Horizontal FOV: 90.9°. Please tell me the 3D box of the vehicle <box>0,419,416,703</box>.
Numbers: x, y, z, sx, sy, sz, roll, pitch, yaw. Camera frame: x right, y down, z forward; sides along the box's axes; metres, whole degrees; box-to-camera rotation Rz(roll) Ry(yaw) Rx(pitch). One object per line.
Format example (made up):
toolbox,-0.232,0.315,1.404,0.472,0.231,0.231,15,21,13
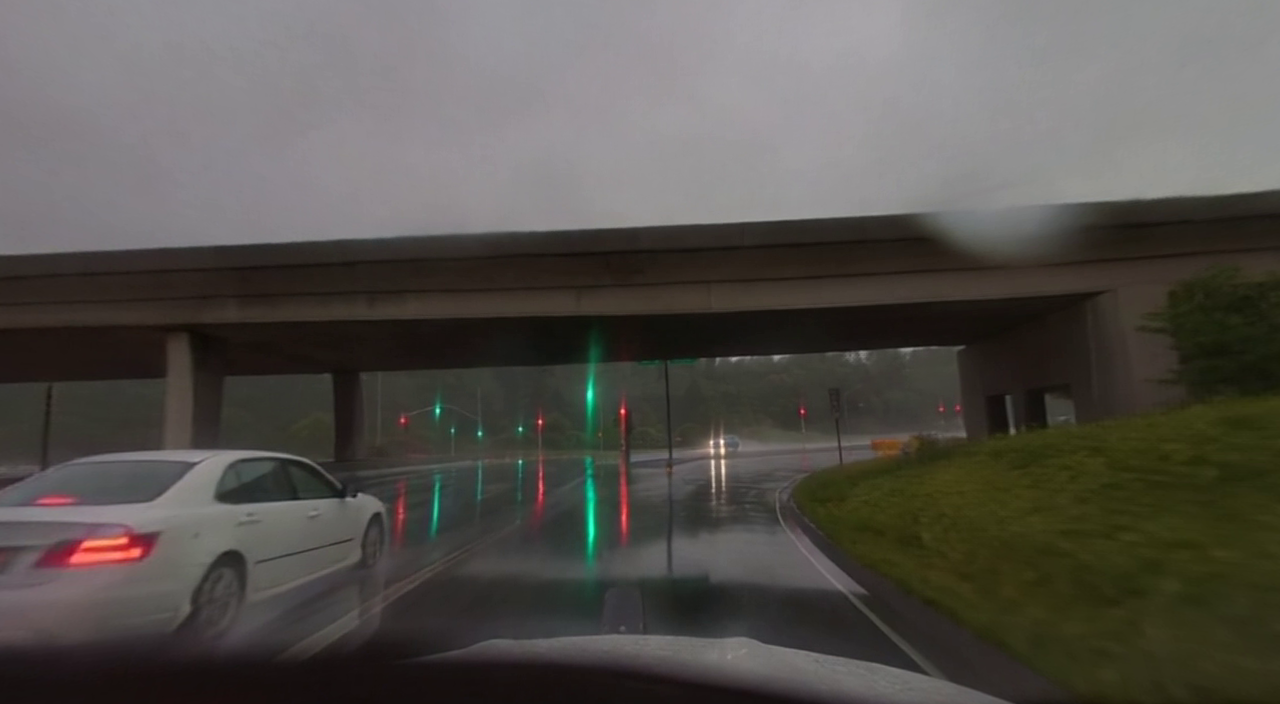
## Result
vehicle,-3.789,1.448,5.632,1.963,1.460,4.614,0,-9,-1
